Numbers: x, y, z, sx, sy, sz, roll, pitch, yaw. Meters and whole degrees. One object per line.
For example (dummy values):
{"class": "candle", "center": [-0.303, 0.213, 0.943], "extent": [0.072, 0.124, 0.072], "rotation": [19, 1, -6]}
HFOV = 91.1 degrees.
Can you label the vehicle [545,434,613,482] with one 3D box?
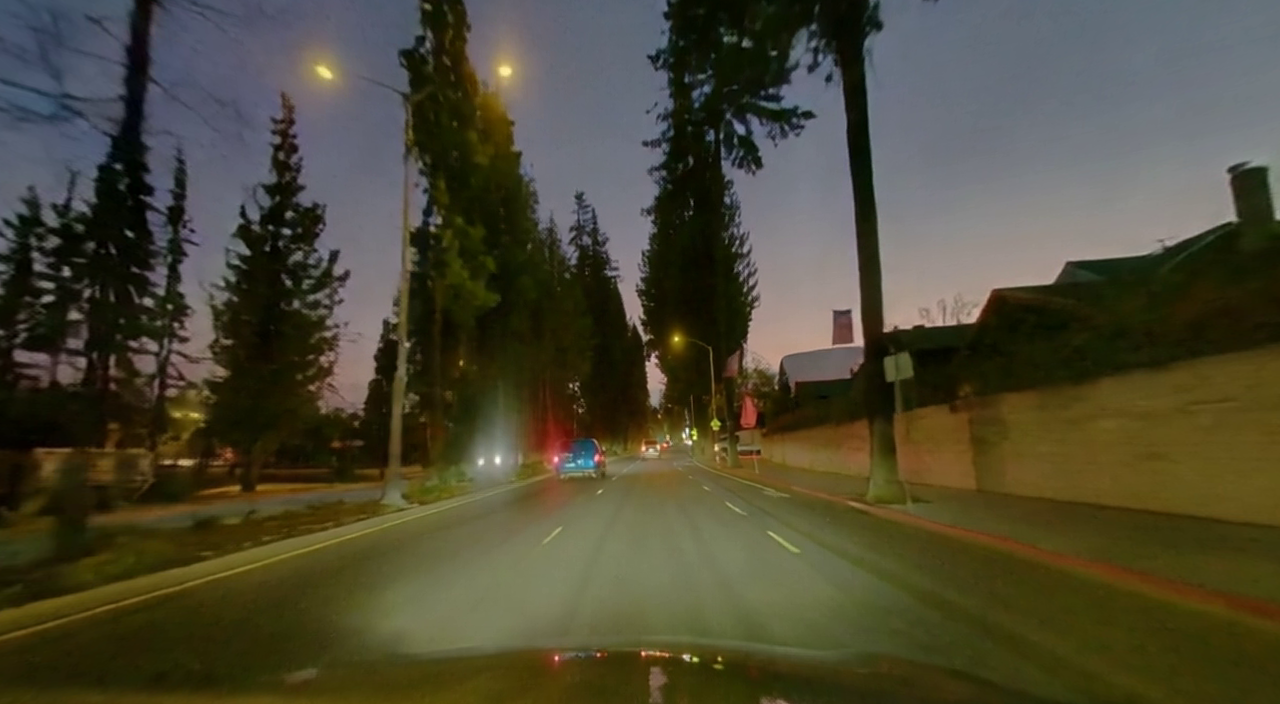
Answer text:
{"class": "vehicle", "center": [-2.449, 4.450, 26.644], "extent": [2.281, 1.837, 4.845], "rotation": [0, -8, 2]}
